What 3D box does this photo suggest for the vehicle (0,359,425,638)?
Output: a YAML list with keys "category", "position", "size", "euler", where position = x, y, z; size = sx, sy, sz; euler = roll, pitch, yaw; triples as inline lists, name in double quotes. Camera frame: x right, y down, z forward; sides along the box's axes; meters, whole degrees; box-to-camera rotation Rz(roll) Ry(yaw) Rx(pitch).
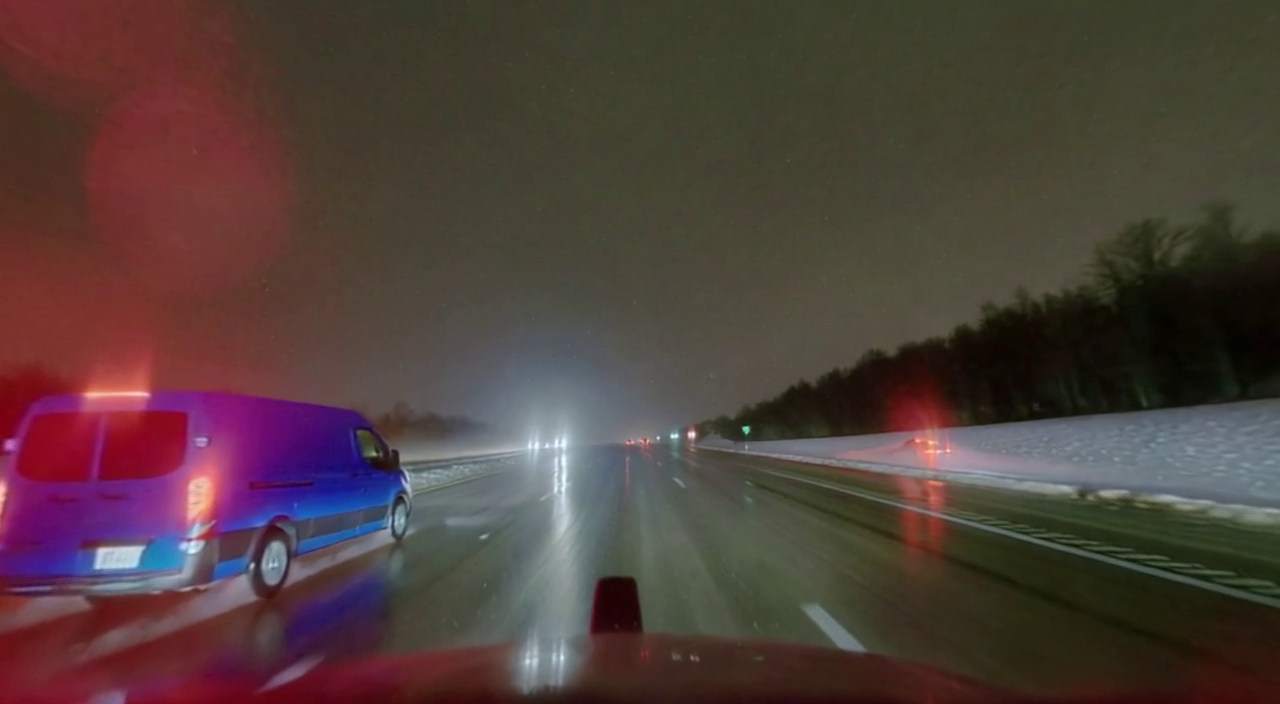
- category: "vehicle"
  position: [-4.162, 1.294, 6.682]
  size: [2.104, 1.860, 4.853]
  euler: [0, -8, -1]
